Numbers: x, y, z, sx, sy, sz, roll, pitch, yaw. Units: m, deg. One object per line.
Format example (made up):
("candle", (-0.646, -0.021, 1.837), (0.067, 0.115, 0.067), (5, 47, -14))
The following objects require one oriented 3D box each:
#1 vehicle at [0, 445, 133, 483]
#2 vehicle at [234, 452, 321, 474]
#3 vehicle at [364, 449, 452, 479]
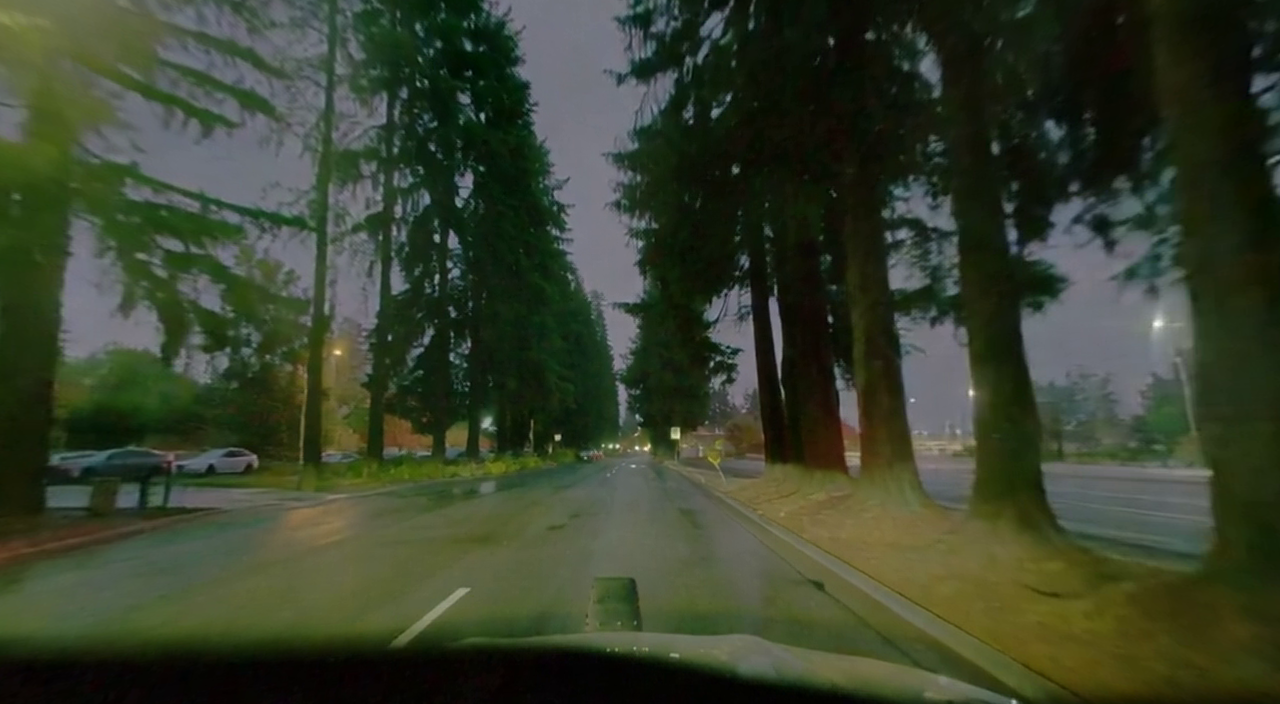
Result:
("vehicle", (-26.878, 5.212, 29.403), (4.456, 1.665, 2.161), (0, -9, 0))
("vehicle", (-26.734, 8.185, 46.555), (5.024, 1.494, 2.242), (0, -8, 1))
("vehicle", (-13.803, 6.641, 37.572), (4.422, 1.694, 2.026), (0, -9, 1))
